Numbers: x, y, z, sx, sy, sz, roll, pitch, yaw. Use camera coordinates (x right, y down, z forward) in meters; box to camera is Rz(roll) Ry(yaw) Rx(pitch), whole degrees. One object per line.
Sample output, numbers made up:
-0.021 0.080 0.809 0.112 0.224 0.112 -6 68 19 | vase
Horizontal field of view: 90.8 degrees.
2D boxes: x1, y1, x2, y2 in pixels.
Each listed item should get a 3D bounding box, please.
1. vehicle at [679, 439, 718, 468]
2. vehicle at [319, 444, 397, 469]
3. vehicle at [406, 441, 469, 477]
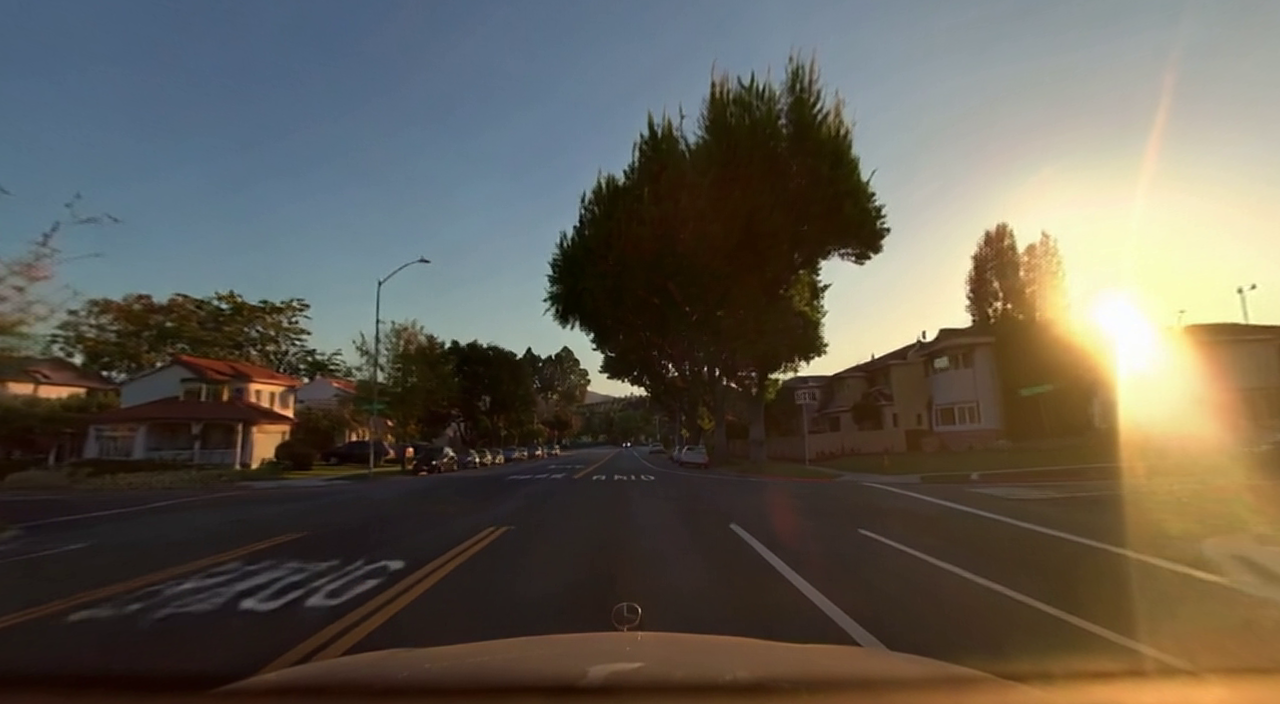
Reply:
3.783 6.670 41.658 2.027 1.751 4.433 0 -9 -2 | vehicle
-19.465 7.232 43.774 4.450 1.677 2.027 0 -9 -3 | vehicle
-12.183 6.468 38.497 2.199 1.988 5.454 0 -9 -2 | vehicle
